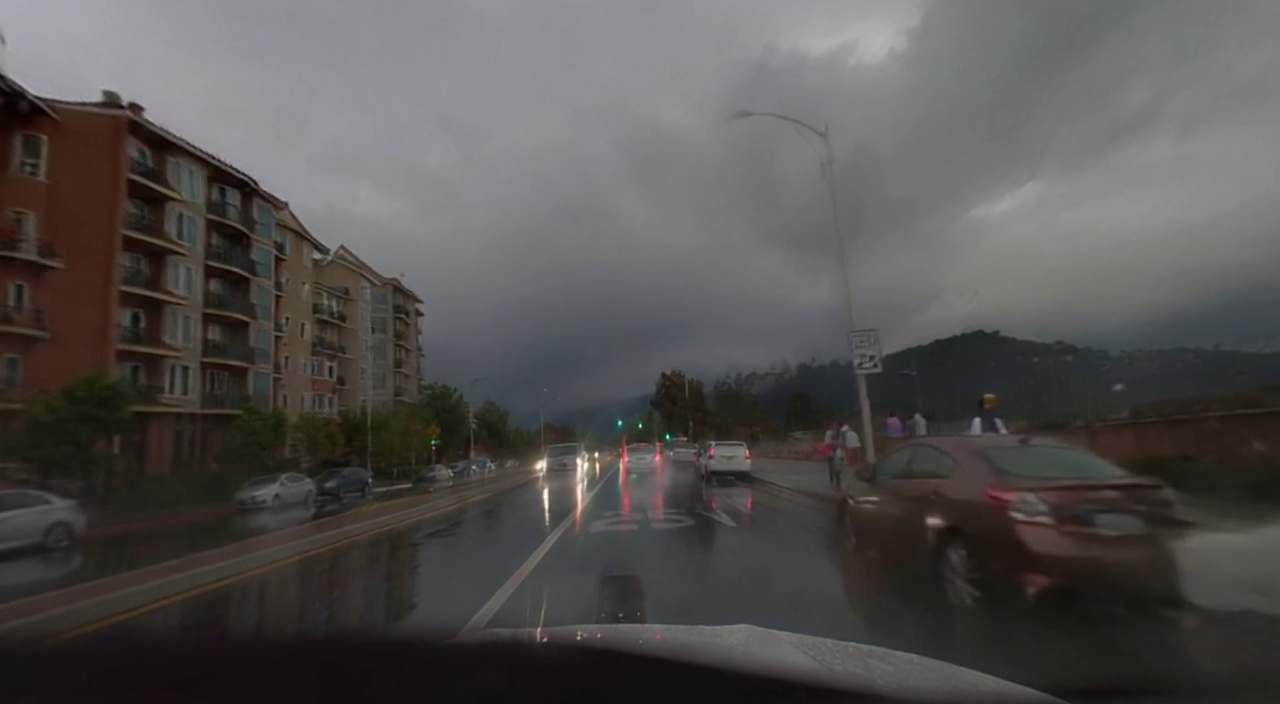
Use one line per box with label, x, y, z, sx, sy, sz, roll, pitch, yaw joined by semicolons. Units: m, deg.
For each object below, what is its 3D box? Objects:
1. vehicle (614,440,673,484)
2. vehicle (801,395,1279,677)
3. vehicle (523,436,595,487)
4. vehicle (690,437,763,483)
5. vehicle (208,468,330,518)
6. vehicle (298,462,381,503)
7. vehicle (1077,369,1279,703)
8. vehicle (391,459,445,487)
vehicle;0.136;4.111;23.912;2.026;1.496;3.701;0;-8;0
vehicle;3.214;1.438;6.227;1.925;1.635;4.905;0;-8;0
vehicle;-2.925;4.062;23.683;2.065;1.705;4.353;0;-8;1
vehicle;3.137;4.036;23.899;2.077;1.532;4.694;0;-8;0
vehicle;-13.737;5.209;23.768;1.907;1.480;4.498;0;-8;-1
vehicle;-13.705;5.934;29.072;1.839;1.594;4.055;0;-8;-1
vehicle;3.108;0.663;0.936;1.828;1.565;4.392;0;-8;1
vehicle;-13.775;7.527;39.505;1.844;1.499;4.421;0;-8;-1
